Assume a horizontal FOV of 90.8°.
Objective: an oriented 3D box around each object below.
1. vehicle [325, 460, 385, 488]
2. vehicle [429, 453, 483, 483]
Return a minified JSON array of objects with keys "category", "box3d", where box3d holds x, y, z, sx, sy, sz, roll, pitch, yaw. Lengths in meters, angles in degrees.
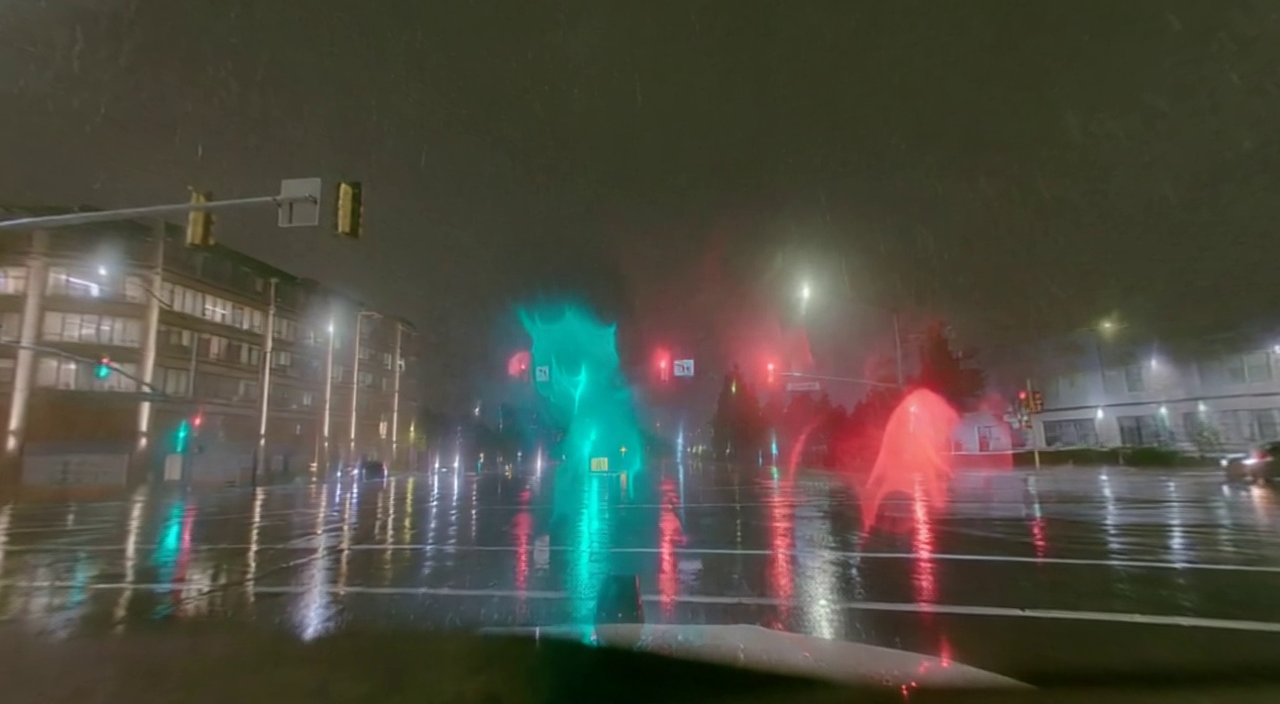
[{"category":"vehicle","box3d":[-18.890,8.110,42.119,1.933,1.664,4.255,0,-9,0]},{"category":"vehicle","box3d":[-12.255,7.705,42.314,2.151,1.847,4.634,0,-9,1]}]
